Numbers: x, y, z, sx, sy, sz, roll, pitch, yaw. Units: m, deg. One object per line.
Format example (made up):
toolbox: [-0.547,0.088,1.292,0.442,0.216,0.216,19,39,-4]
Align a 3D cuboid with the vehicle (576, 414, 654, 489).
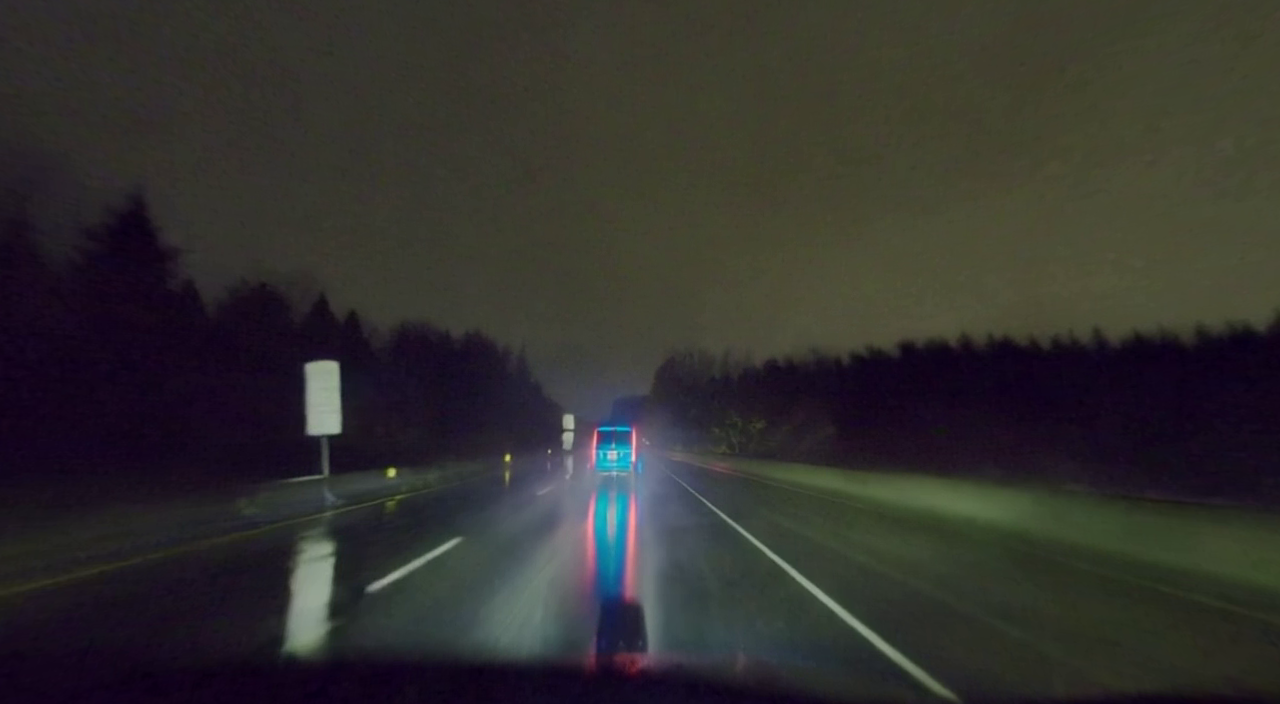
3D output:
vehicle: [-0.768,3.263,20.827,2.248,2.154,4.892,0,-8,-1]
